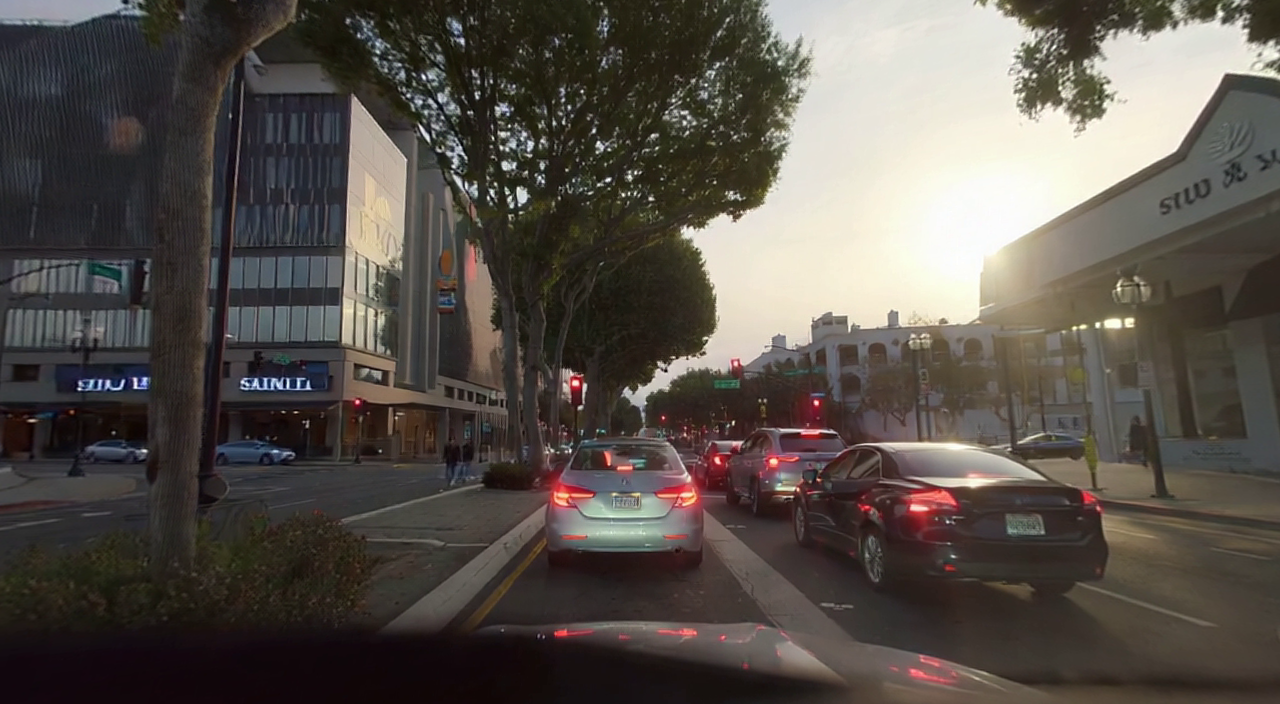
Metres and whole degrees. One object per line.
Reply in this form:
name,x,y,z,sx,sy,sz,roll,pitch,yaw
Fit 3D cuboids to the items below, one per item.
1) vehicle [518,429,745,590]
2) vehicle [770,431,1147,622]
vehicle,-0.101,1.760,7.944,2.087,1.456,4.143,0,-8,-1
vehicle,2.909,1.658,7.051,1.893,1.446,4.270,0,-8,-1
